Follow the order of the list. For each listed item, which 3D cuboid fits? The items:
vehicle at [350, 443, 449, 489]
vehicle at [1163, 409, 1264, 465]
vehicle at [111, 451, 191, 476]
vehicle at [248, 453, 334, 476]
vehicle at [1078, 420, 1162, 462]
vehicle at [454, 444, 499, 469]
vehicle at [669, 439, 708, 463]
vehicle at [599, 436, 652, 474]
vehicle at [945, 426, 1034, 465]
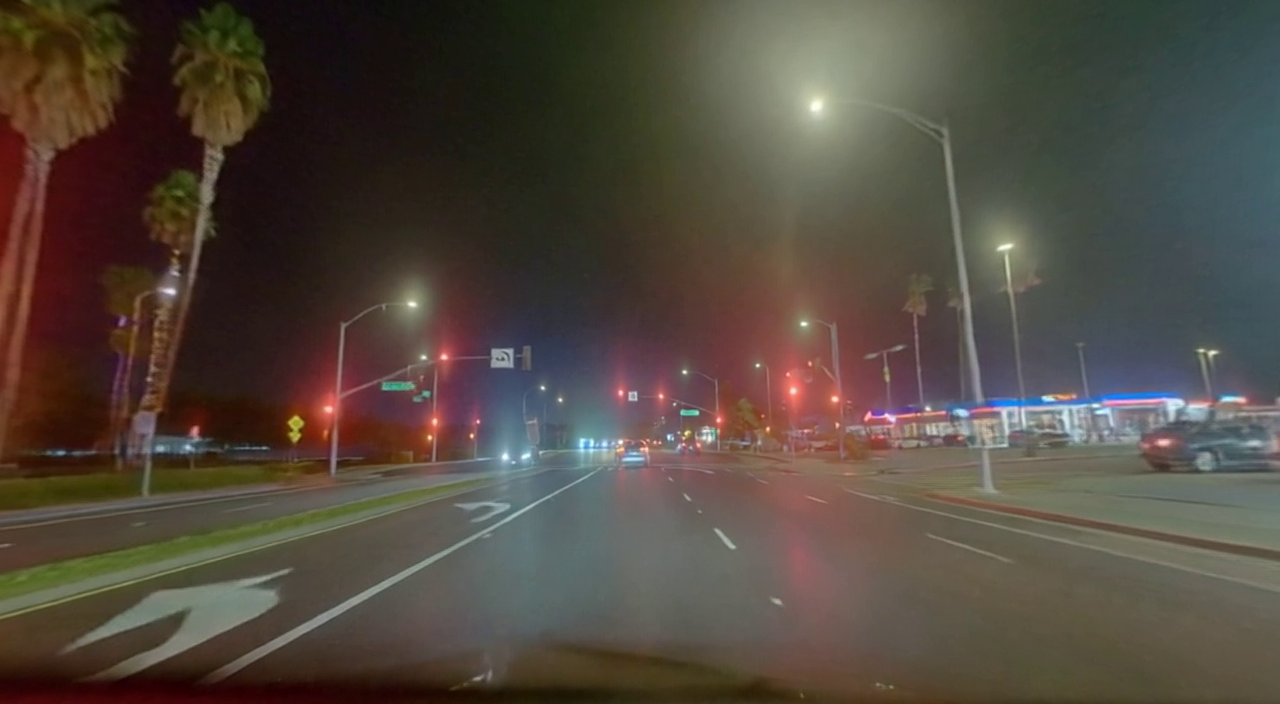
[{"bbox_3d":[-8.605,4.076,23.062,1.894,1.486,4.359,0,-8,0],"label":"vehicle"},{"bbox_3d":[20.285,3.012,22.309,4.775,1.752,1.971,7,-11,-41],"label":"vehicle"},{"bbox_3d":[-36.250,8.265,46.999,4.295,1.695,1.931,0,-8,0],"label":"vehicle"},{"bbox_3d":[-23.961,7.737,43.592,4.788,1.464,1.927,-1,-8,2],"label":"vehicle"},{"bbox_3d":[20.294,3.732,26.671,4.432,1.556,2.012,5,-11,-44],"label":"vehicle"},{"bbox_3d":[-11.866,7.571,46.173,2.039,1.630,4.878,1,-8,-1],"label":"vehicle"},{"bbox_3d":[3.088,6.383,40.980,2.060,1.471,4.168,0,-8,-2],"label":"vehicle"},{"bbox_3d":[-0.617,4.538,28.107,2.160,1.508,4.319,0,-8,-1],"label":"vehicle"},{"bbox_3d":[14.780,3.935,26.672,1.985,1.479,4.580,-9,-12,44],"label":"vehicle"}]
